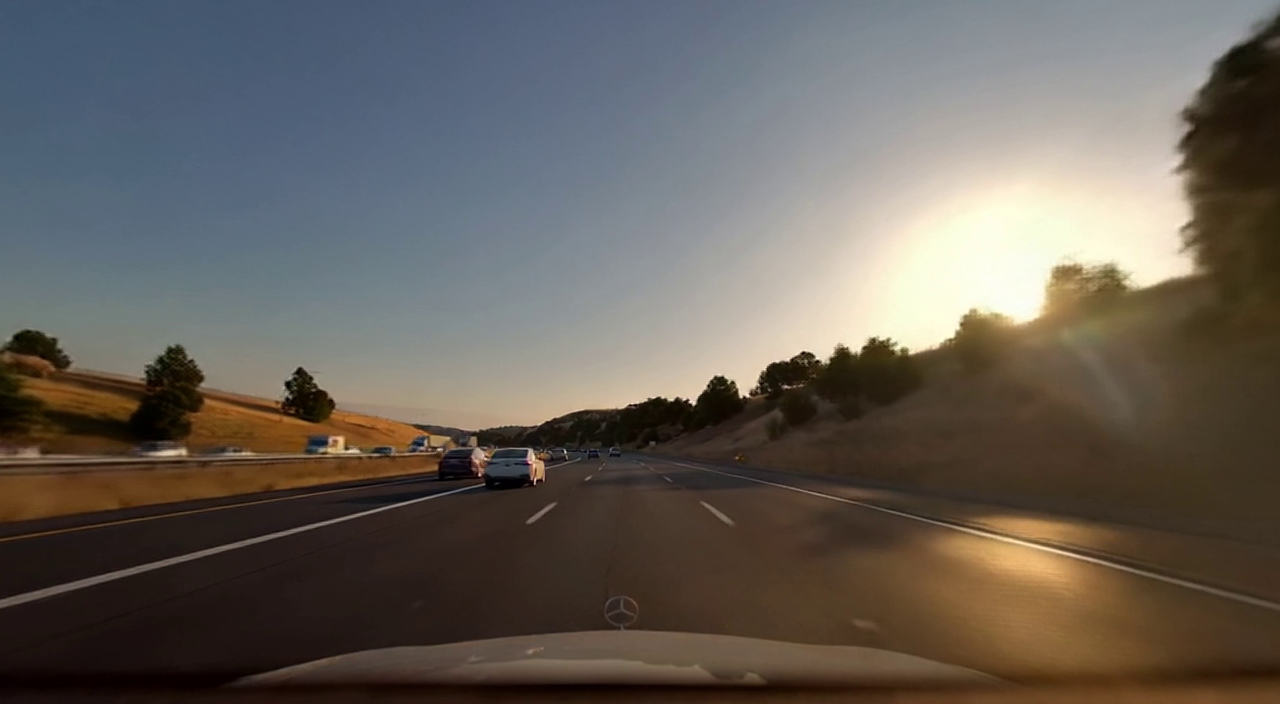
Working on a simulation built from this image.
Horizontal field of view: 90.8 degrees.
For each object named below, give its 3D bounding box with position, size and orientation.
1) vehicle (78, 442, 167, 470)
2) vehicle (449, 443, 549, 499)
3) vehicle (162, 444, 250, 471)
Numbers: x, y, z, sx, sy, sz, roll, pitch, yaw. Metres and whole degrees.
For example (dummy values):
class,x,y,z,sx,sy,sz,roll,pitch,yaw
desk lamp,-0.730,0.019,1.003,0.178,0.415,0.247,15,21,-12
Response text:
class,x,y,z,sx,sy,sz,roll,pitch,yaw
vehicle,-32.874,6.618,40.311,1.997,1.678,4.408,0,-9,-2
vehicle,-4.204,3.619,19.662,2.073,1.516,4.478,0,-9,0
vehicle,-25.754,6.281,37.728,1.881,1.483,4.791,0,-9,-1
